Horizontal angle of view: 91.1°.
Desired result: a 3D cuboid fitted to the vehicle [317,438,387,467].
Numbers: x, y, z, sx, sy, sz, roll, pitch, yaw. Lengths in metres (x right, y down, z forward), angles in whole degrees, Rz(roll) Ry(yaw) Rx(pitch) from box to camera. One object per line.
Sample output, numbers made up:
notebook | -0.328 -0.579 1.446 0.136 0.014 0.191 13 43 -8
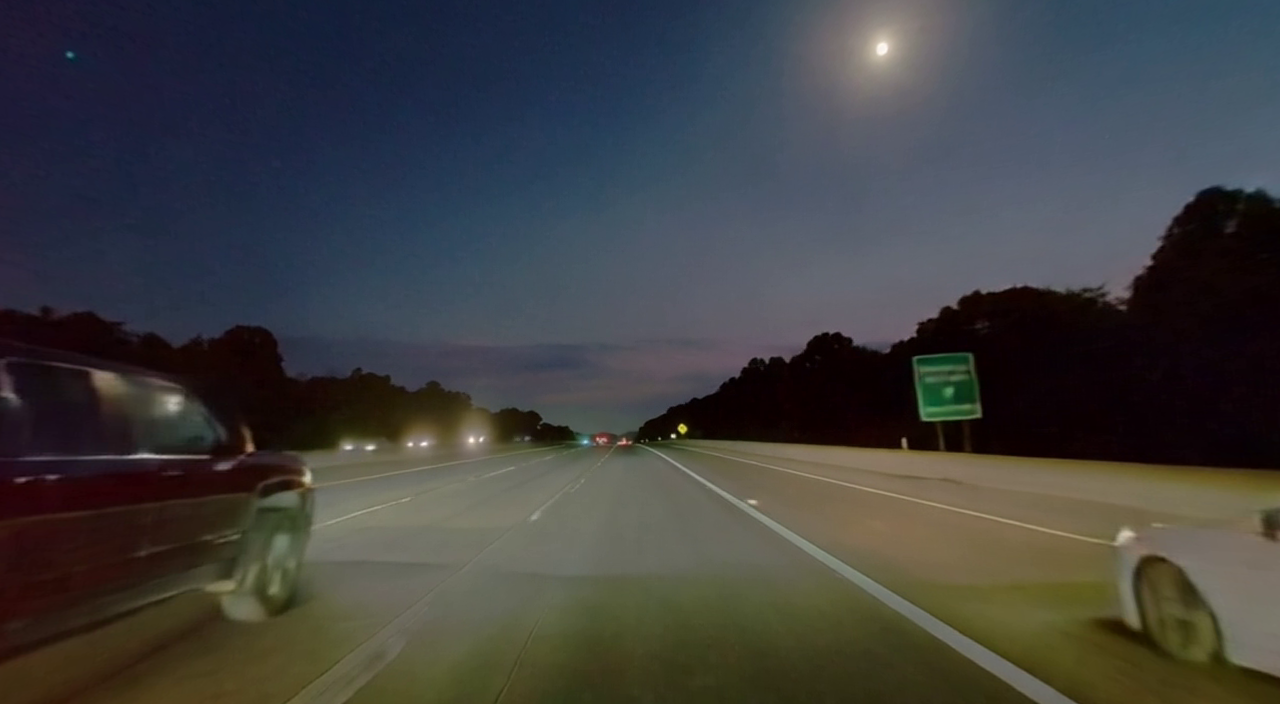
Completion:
vehicle | -16.126 5.604 35.441 1.914 1.504 4.422 0 -8 -1

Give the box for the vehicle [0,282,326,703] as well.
vehicle | -3.591 0.593 2.274 2.106 1.779 5.610 0 -8 -1

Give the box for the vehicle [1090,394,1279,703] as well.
vehicle | 3.656 0.761 1.524 1.817 1.465 4.415 0 -8 -1
